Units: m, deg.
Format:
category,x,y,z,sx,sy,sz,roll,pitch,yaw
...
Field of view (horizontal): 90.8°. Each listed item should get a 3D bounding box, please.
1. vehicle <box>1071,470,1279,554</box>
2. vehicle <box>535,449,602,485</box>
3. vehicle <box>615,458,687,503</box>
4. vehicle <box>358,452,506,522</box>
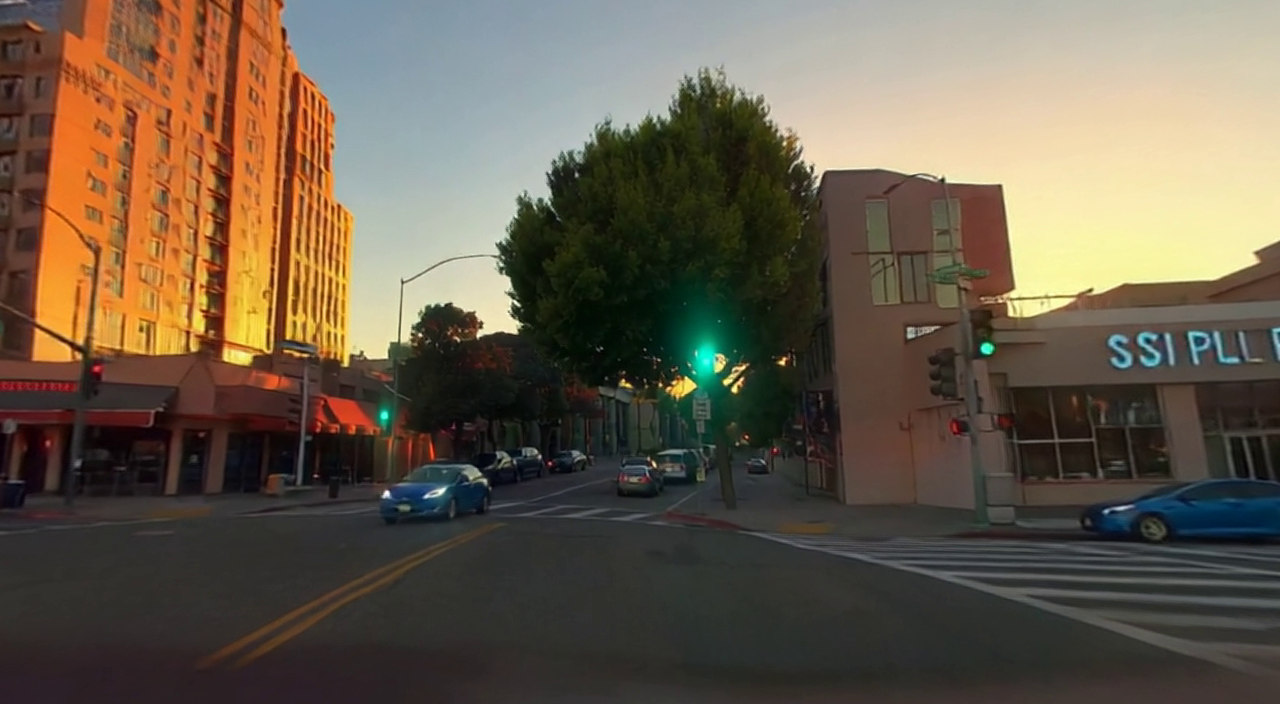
category,x,y,z,sx,sy,sz,roll,pitch,yaw
vehicle,11.488,3.104,12.510,4.426,1.446,1.795,-2,-9,10
vehicle,-3.630,5.967,33.129,2.181,1.723,4.692,-2,-9,11
vehicle,0.512,4.829,24.102,1.892,1.481,4.365,-2,-9,12
vehicle,-5.062,3.344,16.187,2.119,1.485,4.472,-1,-9,2
